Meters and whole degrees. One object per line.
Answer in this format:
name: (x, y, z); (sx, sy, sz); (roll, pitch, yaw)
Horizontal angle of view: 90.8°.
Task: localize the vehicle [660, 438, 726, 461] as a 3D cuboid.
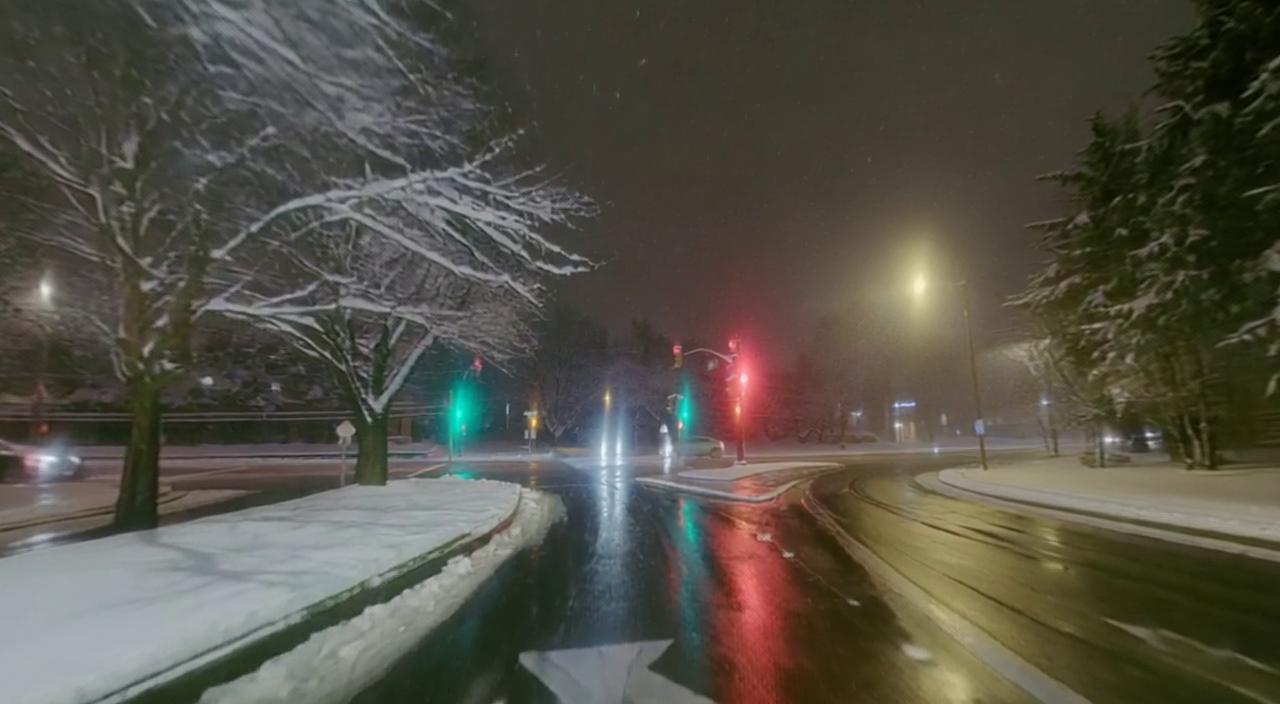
vehicle: (4.022, 7.370, 47.758); (4.602, 1.667, 1.933); (5, -10, -29)
